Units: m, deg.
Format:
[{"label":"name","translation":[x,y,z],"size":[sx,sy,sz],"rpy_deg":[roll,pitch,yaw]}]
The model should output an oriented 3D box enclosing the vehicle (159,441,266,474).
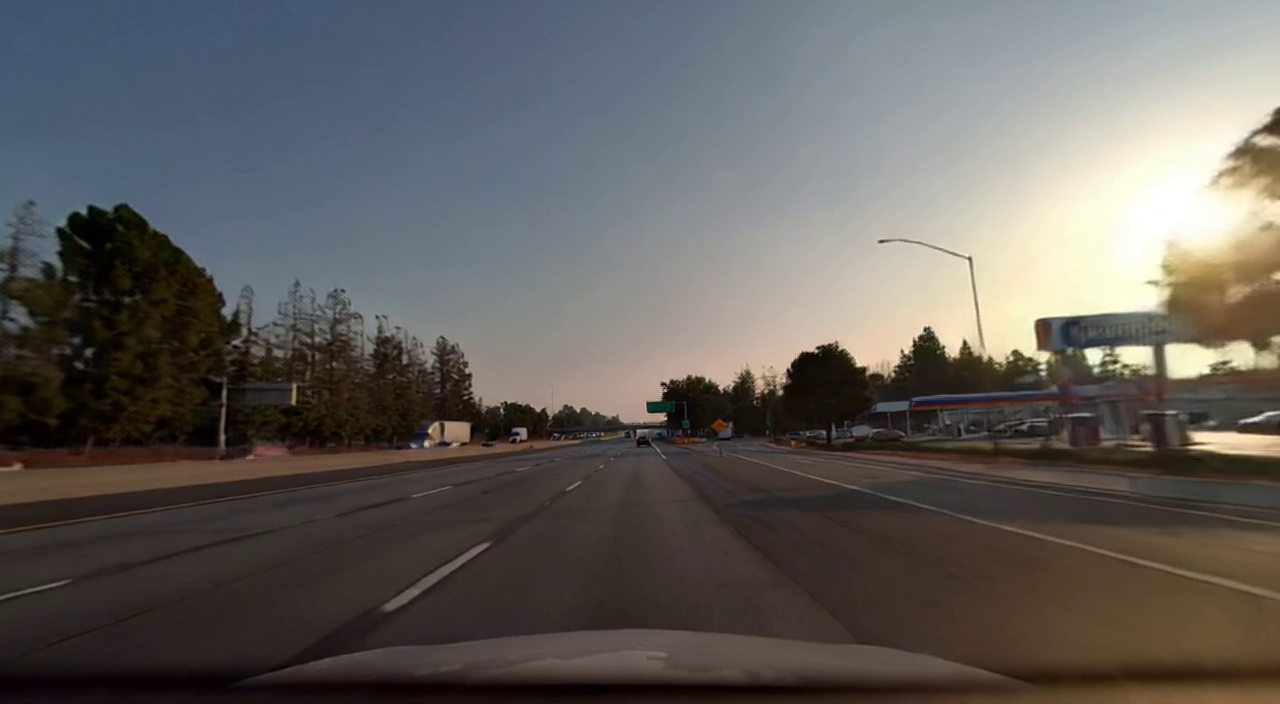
[{"label":"vehicle","translation":[-20.249,5.011,30.161],"size":[2.106,1.461,4.359],"rpy_deg":[0,-8,-1]}]
